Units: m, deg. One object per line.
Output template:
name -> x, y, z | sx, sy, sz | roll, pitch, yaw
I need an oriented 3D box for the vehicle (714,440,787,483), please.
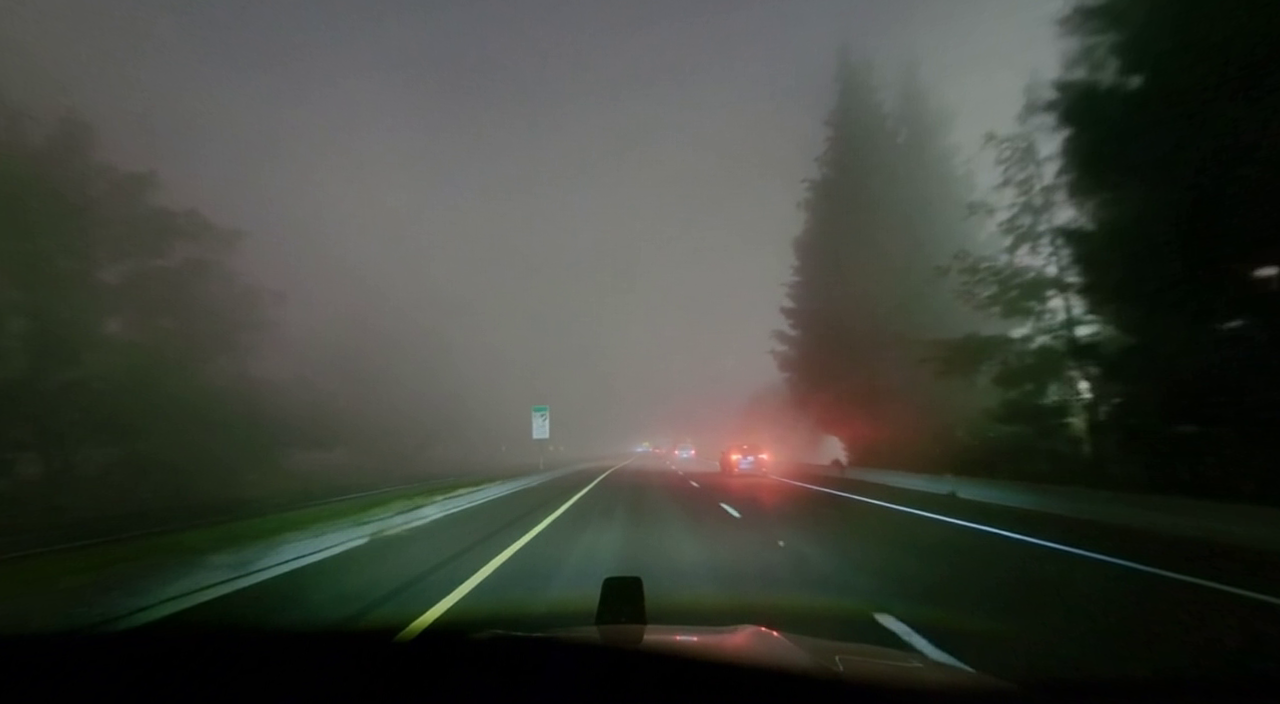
vehicle -> 4.266, 4.296, 25.087 | 2.042, 1.518, 4.477 | 0, -8, -1
